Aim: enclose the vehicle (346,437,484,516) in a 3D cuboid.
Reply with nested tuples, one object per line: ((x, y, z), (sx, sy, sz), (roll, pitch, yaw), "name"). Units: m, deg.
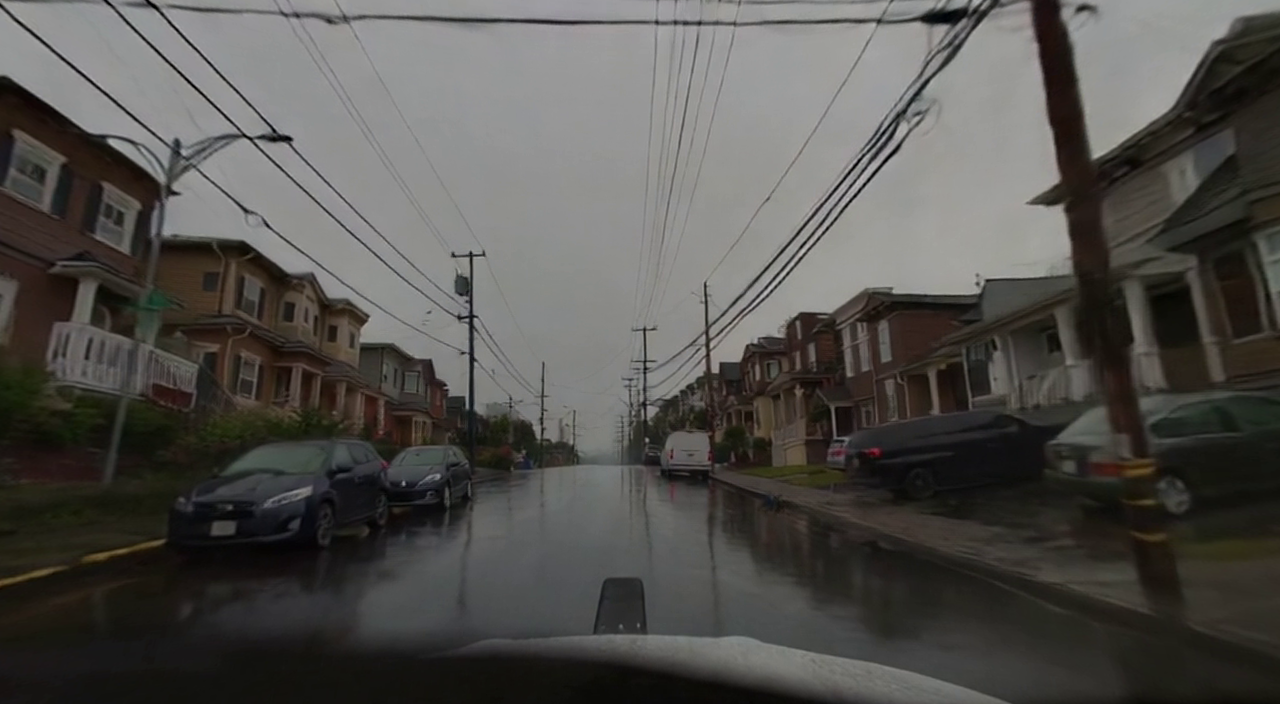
((-5.206, 2.882, 15.372), (1.960, 1.507, 4.542), (-1, -7, -4), "vehicle")

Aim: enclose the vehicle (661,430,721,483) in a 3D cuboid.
((2.273, 4.869, 29.638), (2.343, 2.229, 4.199), (1, -9, -2), "vehicle")

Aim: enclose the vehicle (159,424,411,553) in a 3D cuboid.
((-5.361, 2.036, 10.287), (1.967, 1.656, 3.924), (1, -7, -3), "vehicle")

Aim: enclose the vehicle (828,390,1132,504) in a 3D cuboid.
((7.515, 2.168, 14.418), (5.615, 1.787, 2.014), (-6, -9, -2), "vehicle")

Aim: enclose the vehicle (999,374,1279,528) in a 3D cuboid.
((7.946, 1.325, 9.023), (4.315, 1.736, 1.950), (-4, -9, -4), "vehicle")
